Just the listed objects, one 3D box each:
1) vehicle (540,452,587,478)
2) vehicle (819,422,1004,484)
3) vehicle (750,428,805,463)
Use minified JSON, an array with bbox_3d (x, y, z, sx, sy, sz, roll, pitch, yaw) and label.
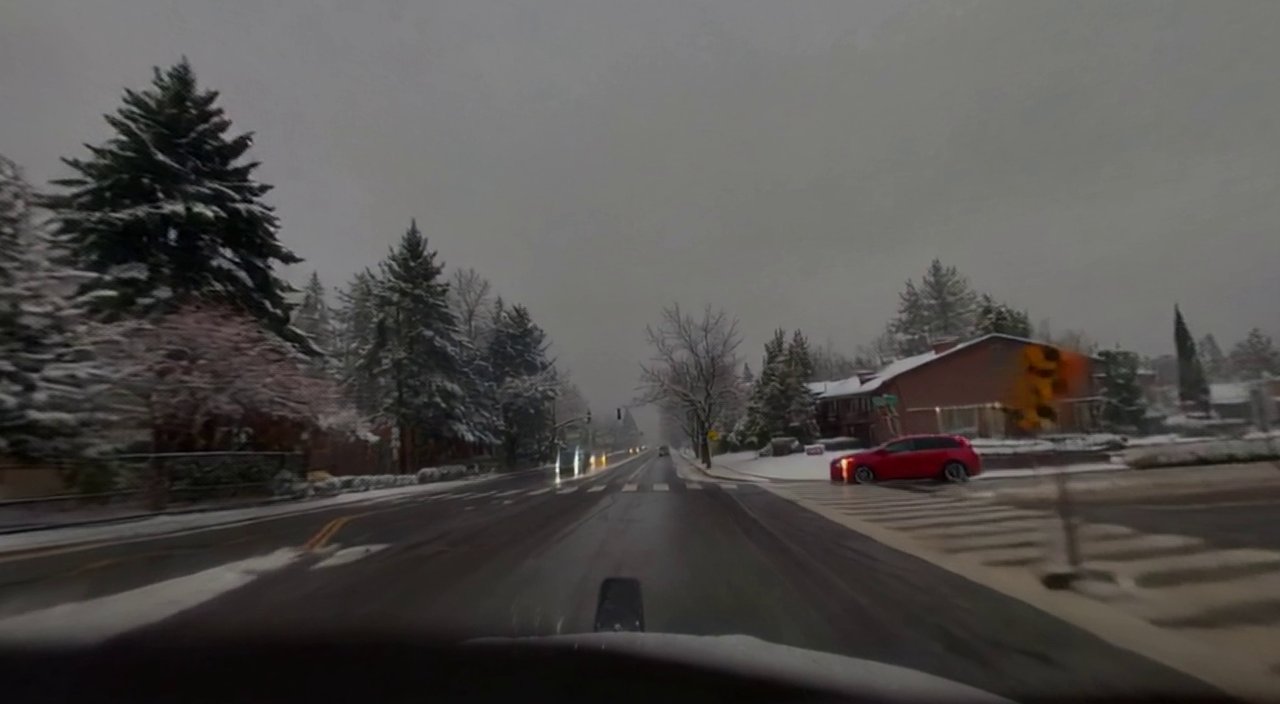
[{"bbox_3d":[-4.608,6.882,38.789,2.078,1.467,4.376,-1,-9,4],"label":"vehicle"},{"bbox_3d":[8.215,3.156,19.684,4.906,1.729,2.414,-3,-10,17],"label":"vehicle"},{"bbox_3d":[9.530,6.607,44.405,2.649,2.151,6.555,-2,-9,3],"label":"vehicle"}]
